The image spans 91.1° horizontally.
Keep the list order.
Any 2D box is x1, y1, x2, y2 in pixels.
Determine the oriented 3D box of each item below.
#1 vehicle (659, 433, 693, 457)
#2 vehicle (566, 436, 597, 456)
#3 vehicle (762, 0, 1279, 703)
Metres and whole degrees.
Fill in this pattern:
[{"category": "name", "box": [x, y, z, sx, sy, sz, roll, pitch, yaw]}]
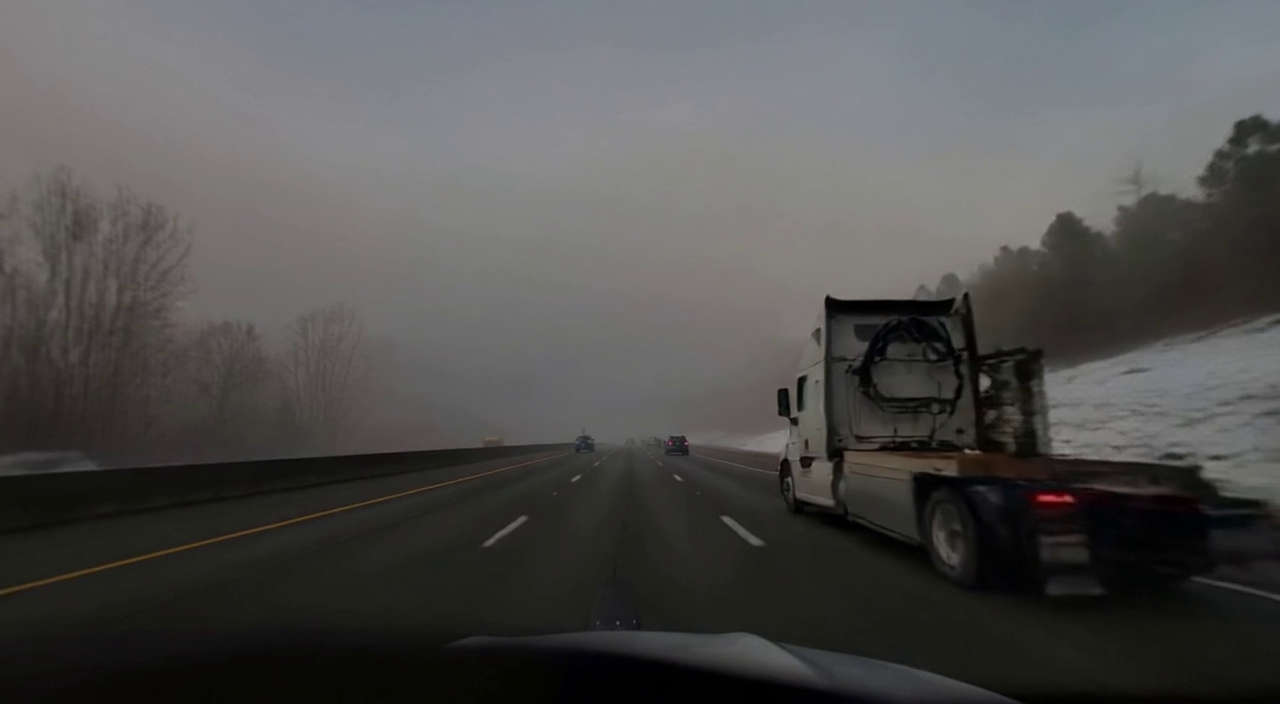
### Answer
[{"category": "vehicle", "box": [2.609, 6.796, 46.235, 2.124, 1.696, 4.173, 0, -8, -2]}, {"category": "vehicle", "box": [-4.423, 7.196, 48.208, 2.017, 1.484, 4.088, 0, -8, 0]}, {"category": "vehicle", "box": [4.096, 0.335, 7.669, 3.004, 3.881, 9.742, 0, -8, -1]}]
